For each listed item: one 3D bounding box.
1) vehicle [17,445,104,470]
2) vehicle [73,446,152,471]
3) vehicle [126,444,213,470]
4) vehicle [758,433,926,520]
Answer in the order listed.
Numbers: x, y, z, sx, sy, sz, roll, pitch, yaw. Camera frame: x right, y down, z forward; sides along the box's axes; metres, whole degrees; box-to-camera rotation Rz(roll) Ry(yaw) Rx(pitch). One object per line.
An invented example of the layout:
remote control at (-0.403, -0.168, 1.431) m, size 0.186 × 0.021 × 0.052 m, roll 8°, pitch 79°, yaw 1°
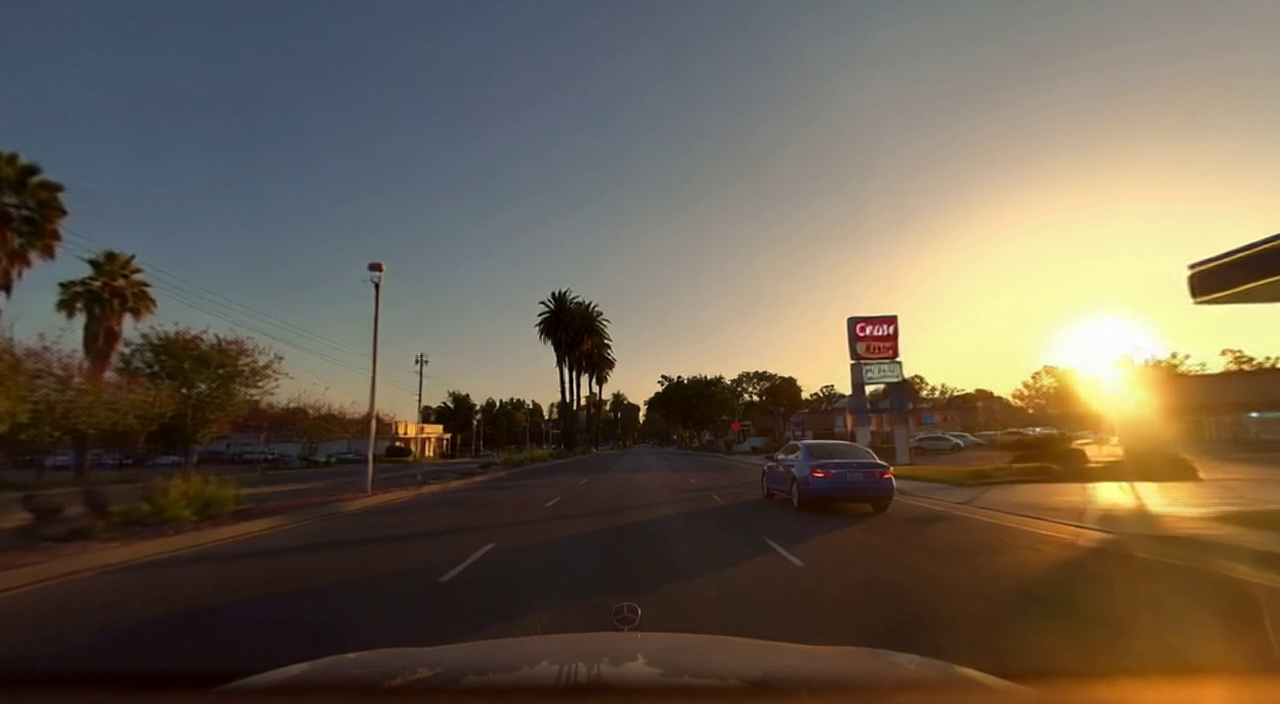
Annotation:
vehicle at (-40.971, 7.479, 44.823) m, size 1.943 × 1.625 × 4.413 m, roll -1°, pitch -9°, yaw 0°
vehicle at (-37.379, 7.539, 44.920) m, size 2.052 × 1.645 × 4.225 m, roll 0°, pitch -9°, yaw -2°
vehicle at (-33.343, 7.441, 44.975) m, size 2.347 × 1.610 × 4.867 m, roll -1°, pitch -7°, yaw 1°
vehicle at (3.823, 2.404, 12.851) m, size 1.978 × 1.442 × 4.262 m, roll 0°, pitch -8°, yaw 0°
